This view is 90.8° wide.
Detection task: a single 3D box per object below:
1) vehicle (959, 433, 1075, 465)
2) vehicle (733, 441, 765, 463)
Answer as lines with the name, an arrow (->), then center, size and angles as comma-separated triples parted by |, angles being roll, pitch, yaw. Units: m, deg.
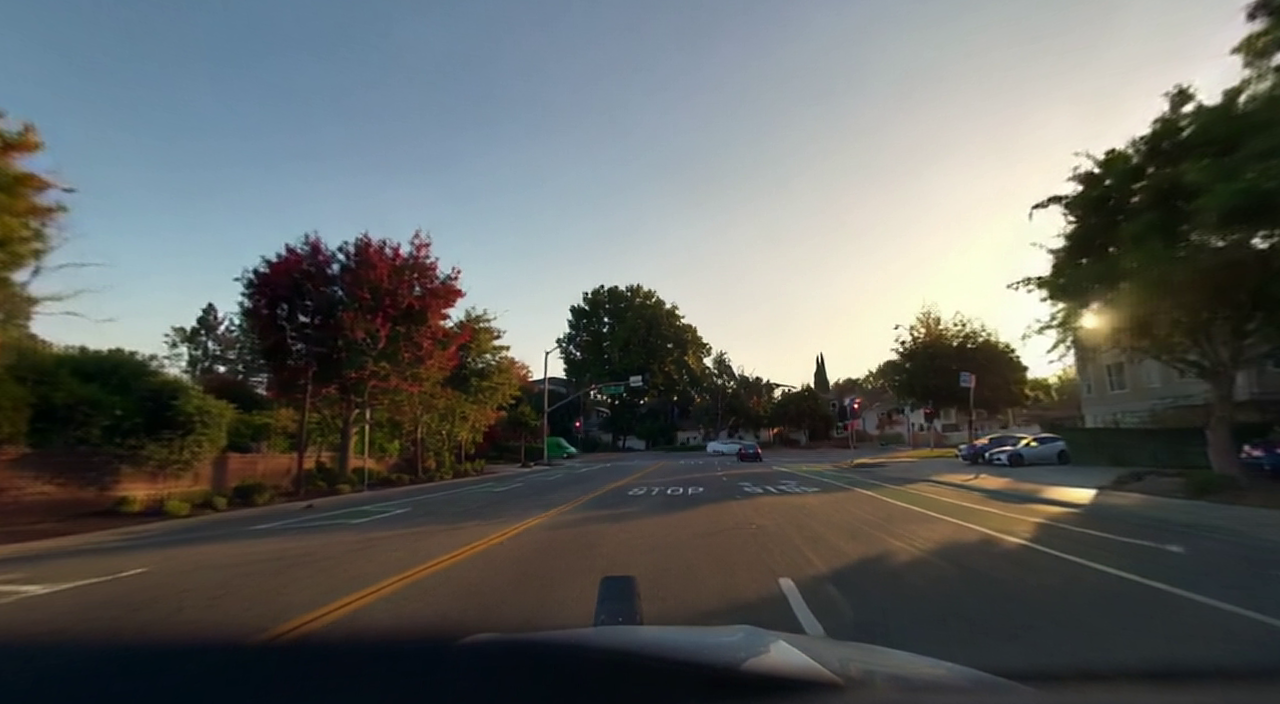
vehicle -> 19.552, 5.046, 32.987 | 4.702, 1.595, 1.986 | -1, -8, 5
vehicle -> 7.746, 7.166, 45.283 | 1.947, 1.485, 4.336 | -1, -8, 5
